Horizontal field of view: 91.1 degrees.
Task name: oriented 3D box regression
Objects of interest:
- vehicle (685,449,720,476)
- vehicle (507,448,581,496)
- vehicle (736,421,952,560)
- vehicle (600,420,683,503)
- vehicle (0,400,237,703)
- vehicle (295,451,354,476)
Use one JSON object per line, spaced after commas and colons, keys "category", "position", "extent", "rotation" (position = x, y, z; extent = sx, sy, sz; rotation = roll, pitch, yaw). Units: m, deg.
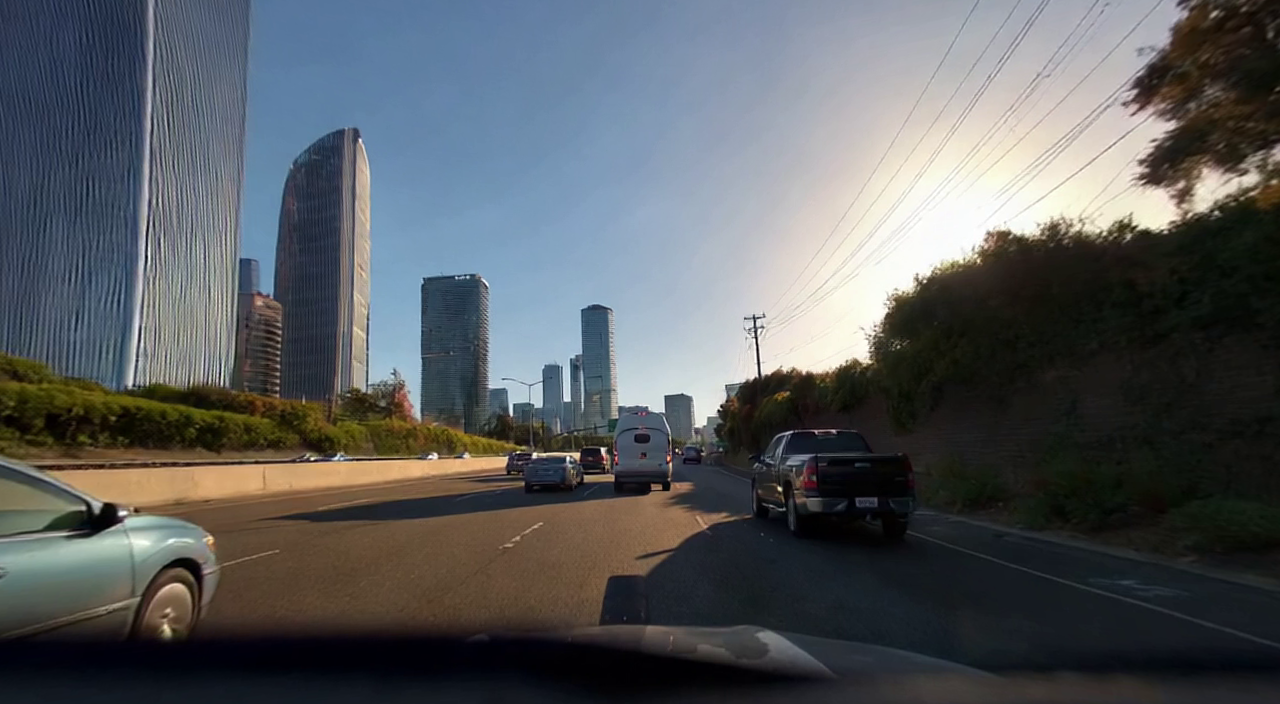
{"category": "vehicle", "position": [4.178, 7.446, 42.585], "extent": [2.092, 1.696, 4.218], "rotation": [0, -9, 1]}
{"category": "vehicle", "position": [-3.456, 4.411, 23.522], "extent": [1.984, 1.567, 4.311], "rotation": [0, -9, 2]}
{"category": "vehicle", "position": [3.180, 2.259, 11.008], "extent": [2.283, 1.923, 4.427], "rotation": [0, -9, 0]}
{"category": "vehicle", "position": [0.187, 3.666, 21.487], "extent": [2.457, 2.440, 5.486], "rotation": [0, -9, 3]}
{"category": "vehicle", "position": [-3.605, 0.958, 2.117], "extent": [1.934, 1.643, 3.718], "rotation": [0, -9, 1]}
{"category": "vehicle", "position": [-24.918, 8.821, 49.767], "extent": [2.327, 1.797, 4.963], "rotation": [0, -9, -3]}
